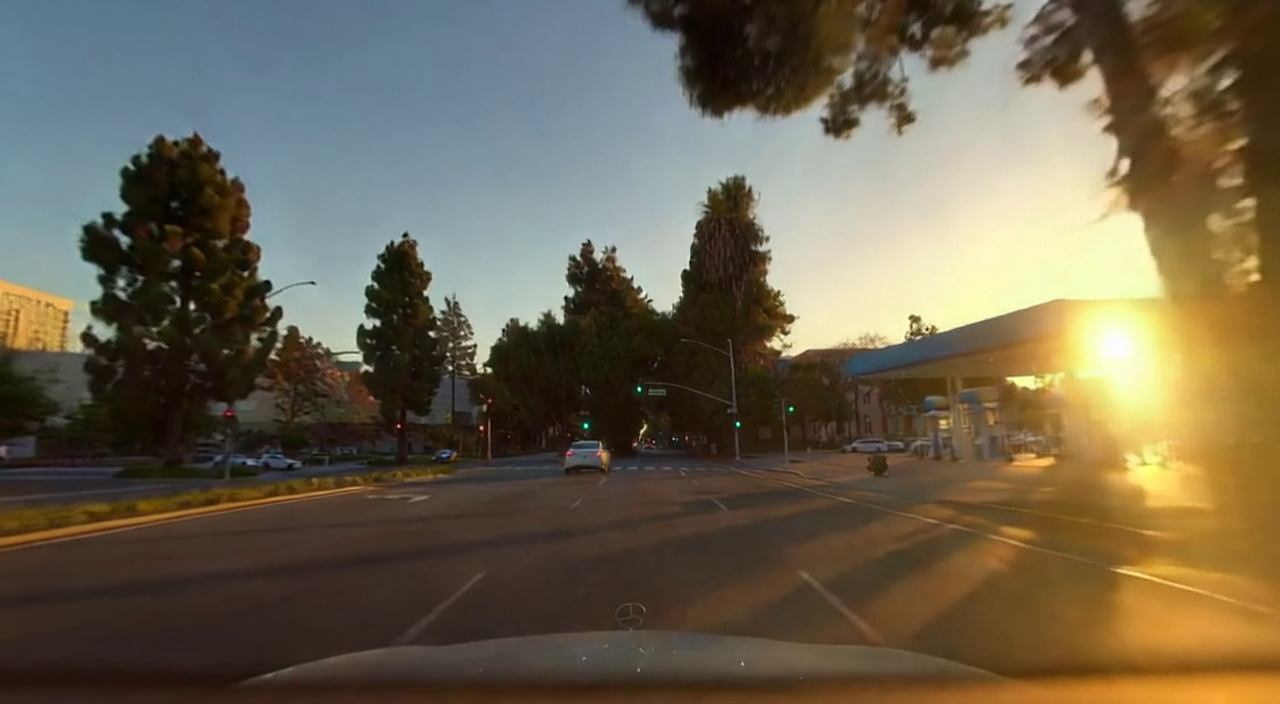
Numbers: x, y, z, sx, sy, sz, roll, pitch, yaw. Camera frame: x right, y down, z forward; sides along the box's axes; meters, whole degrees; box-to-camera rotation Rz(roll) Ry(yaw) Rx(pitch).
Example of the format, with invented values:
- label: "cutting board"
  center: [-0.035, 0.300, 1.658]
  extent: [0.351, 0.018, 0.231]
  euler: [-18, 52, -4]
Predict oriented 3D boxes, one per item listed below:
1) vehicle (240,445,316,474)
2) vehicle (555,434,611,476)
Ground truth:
- label: "vehicle"
  center: [-27.814, 8.271, 48.554]
  extent: [4.597, 1.952, 2.040]
  euler: [-3, -7, -1]
- label: "vehicle"
  center: [-2.518, 4.703, 28.946]
  extent: [2.011, 1.756, 4.478]
  euler: [0, -9, 2]
